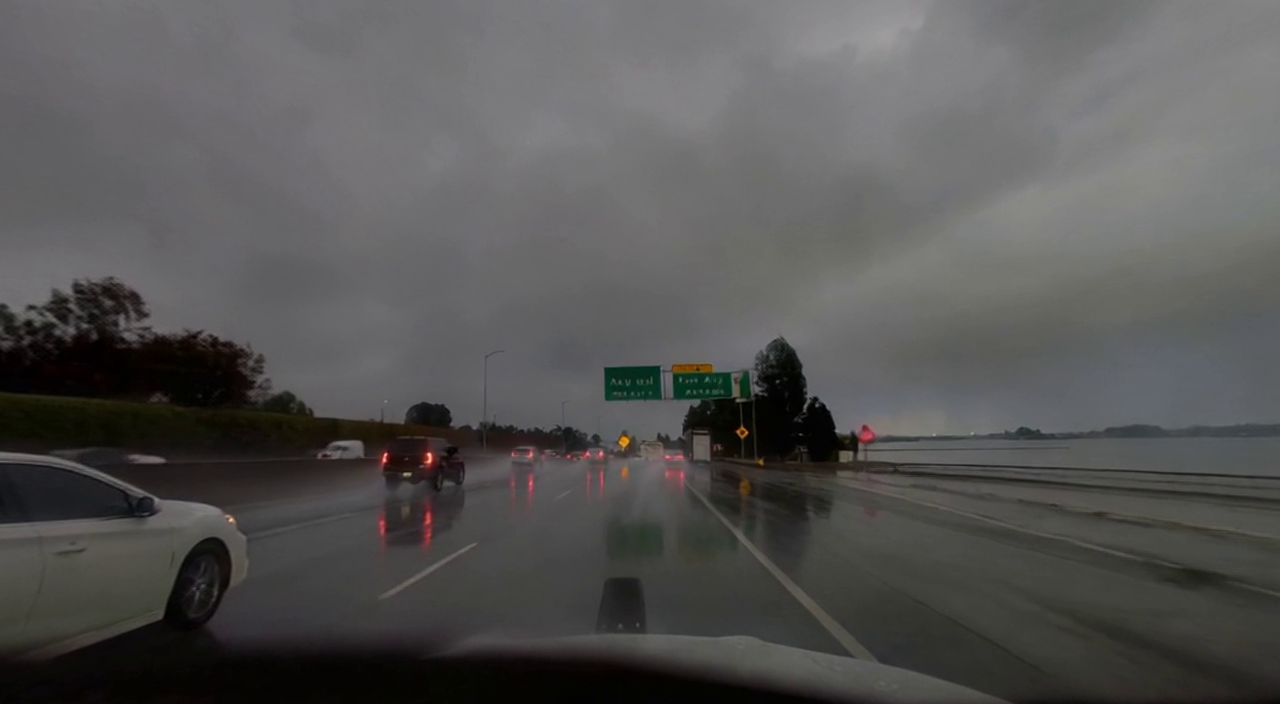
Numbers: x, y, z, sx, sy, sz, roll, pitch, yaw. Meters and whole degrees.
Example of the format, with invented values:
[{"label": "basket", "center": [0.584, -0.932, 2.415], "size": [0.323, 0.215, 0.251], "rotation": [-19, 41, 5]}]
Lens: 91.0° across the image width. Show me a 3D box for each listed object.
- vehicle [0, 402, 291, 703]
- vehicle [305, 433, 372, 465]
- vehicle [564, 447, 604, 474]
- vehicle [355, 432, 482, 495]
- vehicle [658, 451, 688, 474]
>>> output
[{"label": "vehicle", "center": [-4.123, 1.037, 3.196], "size": [2.027, 1.547, 4.511], "rotation": [0, -9, 1]}, {"label": "vehicle", "center": [-23.597, 7.619, 49.520], "size": [2.237, 2.265, 5.746], "rotation": [0, -9, 2]}, {"label": "vehicle", "center": [-3.667, 7.227, 42.254], "size": [2.132, 1.708, 4.571], "rotation": [0, -9, 1]}, {"label": "vehicle", "center": [-7.466, 3.823, 22.034], "size": [2.250, 1.870, 5.647], "rotation": [0, -9, 2]}, {"label": "vehicle", "center": [2.462, 8.229, 47.070], "size": [2.153, 1.510, 4.646], "rotation": [0, -9, 3]}]
